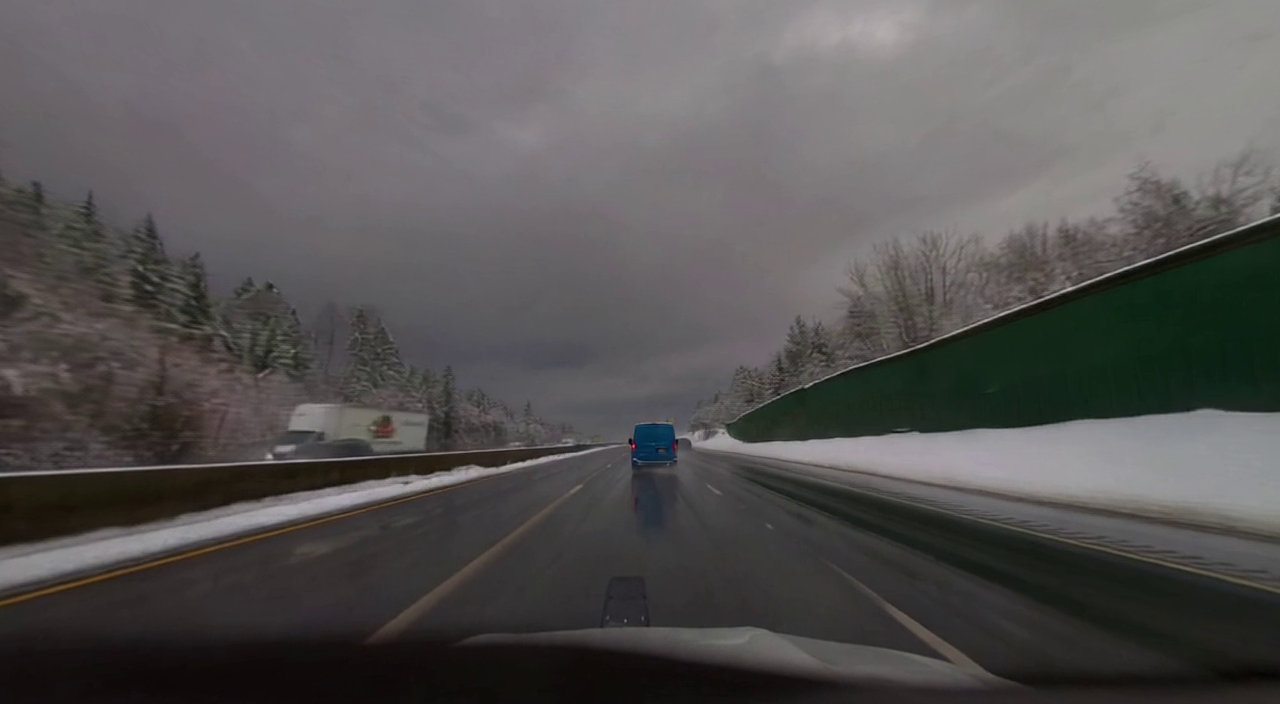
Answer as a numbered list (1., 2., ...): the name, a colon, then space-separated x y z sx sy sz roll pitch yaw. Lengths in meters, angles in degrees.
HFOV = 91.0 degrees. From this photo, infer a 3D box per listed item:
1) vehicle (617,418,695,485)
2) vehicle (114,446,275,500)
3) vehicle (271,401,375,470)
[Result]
1. vehicle: 0.478 3.241 20.710 2.283 1.956 4.421 0 -8 0
2. vehicle: -14.794 4.001 21.322 1.960 1.565 4.781 0 -8 0
3. vehicle: -20.430 5.507 41.093 2.976 4.117 6.443 0 -8 3
